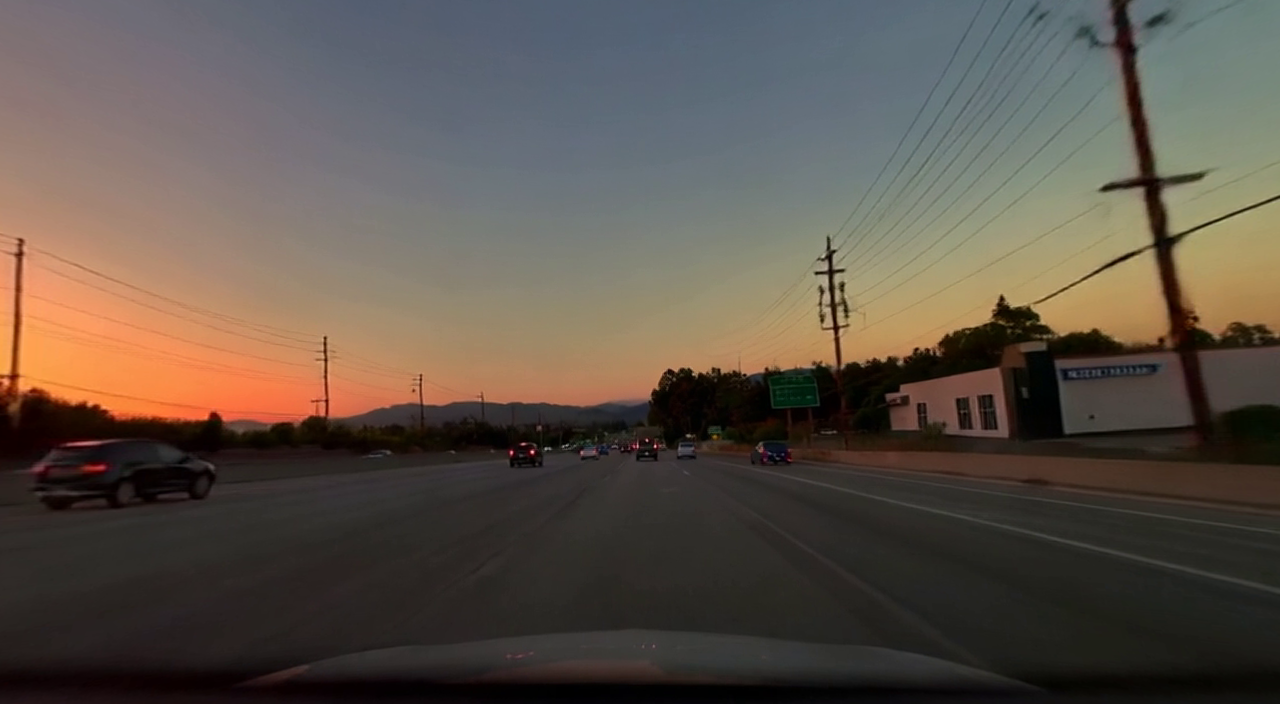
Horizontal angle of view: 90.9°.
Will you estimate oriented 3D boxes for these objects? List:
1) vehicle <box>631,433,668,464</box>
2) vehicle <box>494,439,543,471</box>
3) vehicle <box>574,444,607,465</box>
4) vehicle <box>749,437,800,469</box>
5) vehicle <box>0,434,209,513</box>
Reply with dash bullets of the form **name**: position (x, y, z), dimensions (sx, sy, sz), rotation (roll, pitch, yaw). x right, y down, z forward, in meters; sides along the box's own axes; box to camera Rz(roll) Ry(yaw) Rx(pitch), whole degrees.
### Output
- **vehicle**: position (0.683, 7.354, 48.150), dimensions (2.622, 2.208, 5.320), rotation (0, -8, 0)
- **vehicle**: position (-7.145, 6.119, 37.603), dimensions (2.007, 1.732, 4.395), rotation (0, -8, 1)
- **vehicle**: position (-3.530, 7.415, 45.711), dimensions (1.979, 1.469, 4.378), rotation (0, -8, 1)
- **vehicle**: position (7.586, 5.747, 35.974), dimensions (1.937, 1.698, 4.322), rotation (0, -8, -1)
- **vehicle**: position (-14.686, 3.226, 17.390), dimensions (2.149, 1.846, 4.713), rotation (-1, -8, 1)
